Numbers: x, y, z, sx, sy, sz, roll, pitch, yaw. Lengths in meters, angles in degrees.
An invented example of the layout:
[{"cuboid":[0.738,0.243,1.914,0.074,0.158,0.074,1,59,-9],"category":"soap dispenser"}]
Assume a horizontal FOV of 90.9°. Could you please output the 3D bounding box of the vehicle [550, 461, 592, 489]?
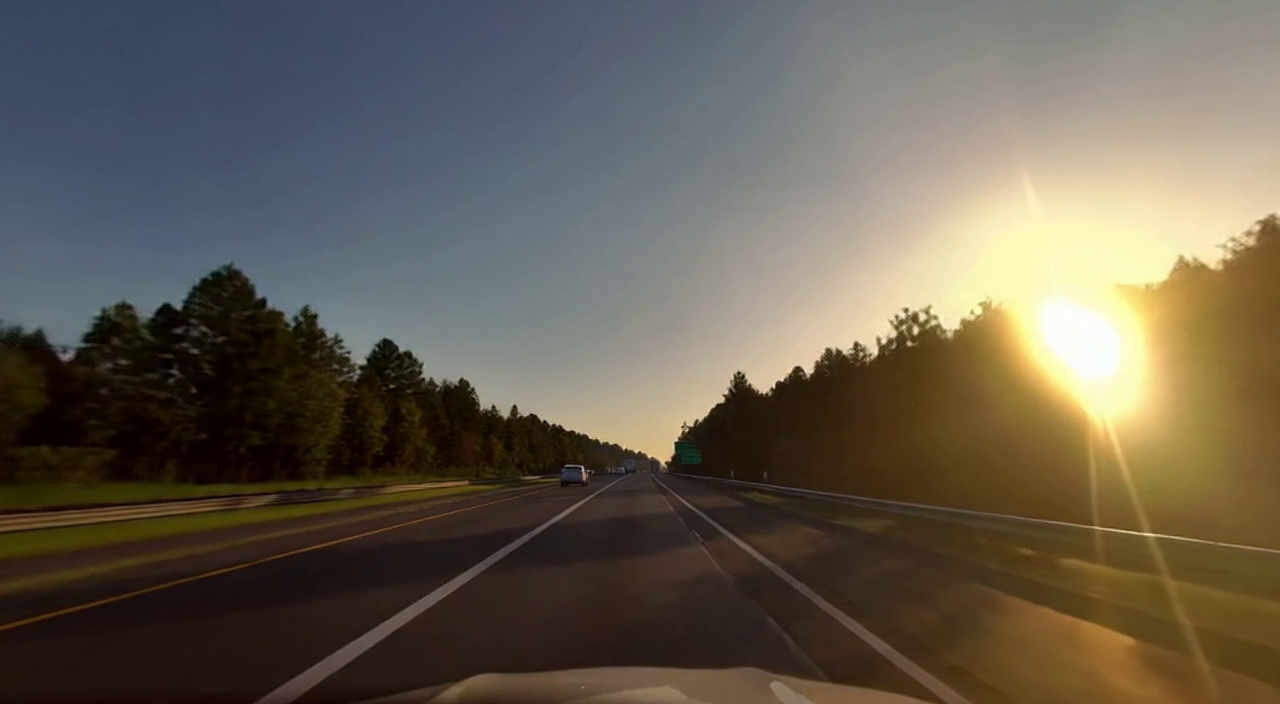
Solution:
[{"cuboid":[-4.379,7.906,40.615,2.180,1.618,4.219,1,-10,0],"category":"vehicle"}]
